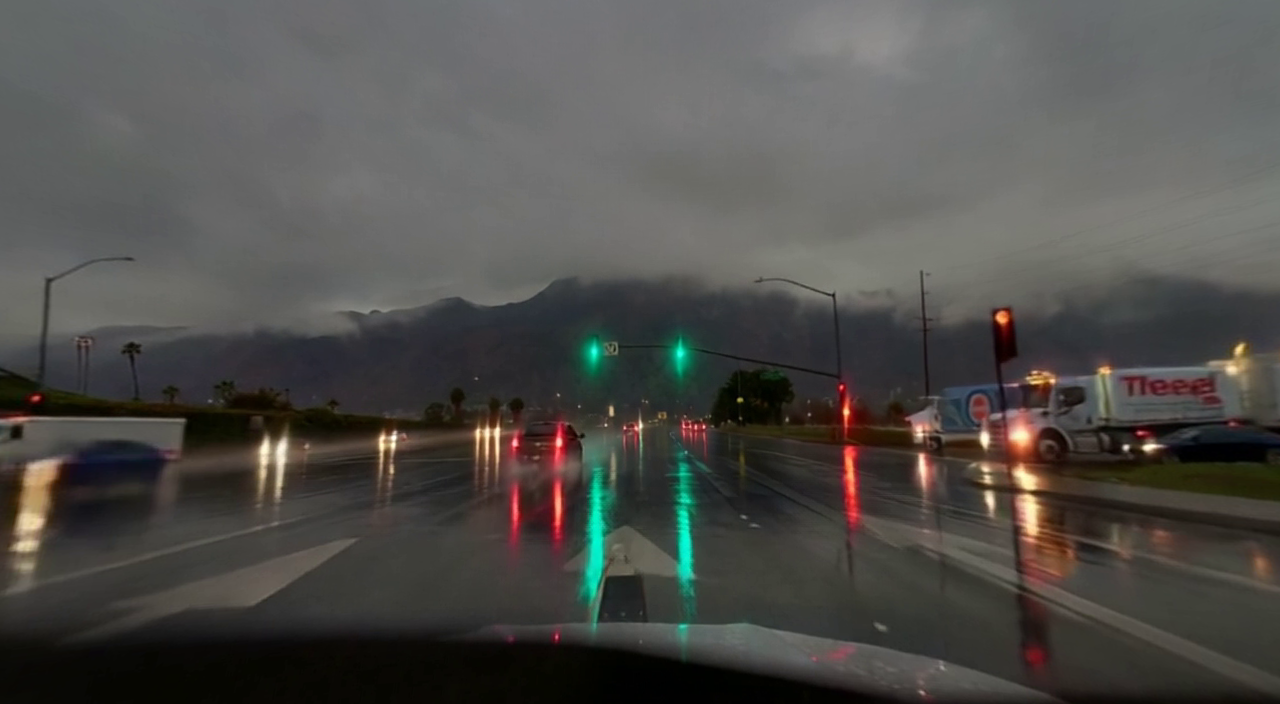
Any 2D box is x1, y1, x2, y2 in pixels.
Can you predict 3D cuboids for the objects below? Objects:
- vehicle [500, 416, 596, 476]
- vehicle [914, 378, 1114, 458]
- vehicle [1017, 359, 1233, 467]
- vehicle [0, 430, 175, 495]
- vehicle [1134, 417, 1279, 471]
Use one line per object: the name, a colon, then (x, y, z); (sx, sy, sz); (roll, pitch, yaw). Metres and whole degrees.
vehicle: (-2.843, 3.078, 20.667); (2.287, 1.712, 4.537); (0, -8, 2)
vehicle: (16.995, 3.167, 29.197); (7.088, 3.414, 3.237); (-2, -8, 12)
vehicle: (18.413, 2.419, 24.236); (5.512, 3.865, 3.002); (-1, -9, 2)
vehicle: (-15.744, 3.005, 17.507); (1.942, 1.542, 4.576); (0, -8, 1)
vehicle: (19.217, 2.965, 20.204); (4.769, 1.638, 2.091); (0, -8, 2)
